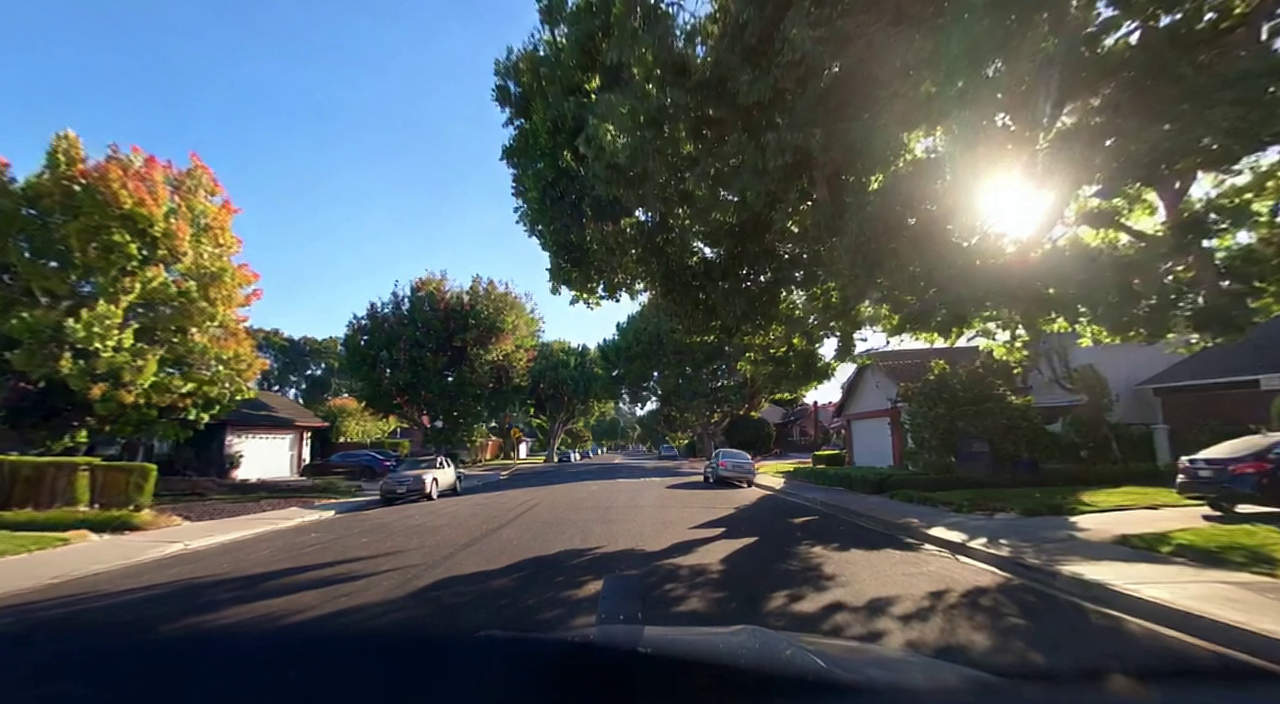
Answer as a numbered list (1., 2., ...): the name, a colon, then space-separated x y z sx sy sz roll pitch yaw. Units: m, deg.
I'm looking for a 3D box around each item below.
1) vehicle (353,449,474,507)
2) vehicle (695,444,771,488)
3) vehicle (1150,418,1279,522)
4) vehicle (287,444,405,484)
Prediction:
1. vehicle: -6.635 3.702 19.098 2.035 1.480 4.508 0 -8 -1
2. vehicle: 3.322 4.175 23.490 1.986 1.476 4.306 0 -9 -2
3. vehicle: 10.958 1.794 9.845 4.234 1.464 1.924 -1 -8 4
4. vehicle: -12.140 4.631 26.259 3.950 1.581 1.902 -1 -9 3
